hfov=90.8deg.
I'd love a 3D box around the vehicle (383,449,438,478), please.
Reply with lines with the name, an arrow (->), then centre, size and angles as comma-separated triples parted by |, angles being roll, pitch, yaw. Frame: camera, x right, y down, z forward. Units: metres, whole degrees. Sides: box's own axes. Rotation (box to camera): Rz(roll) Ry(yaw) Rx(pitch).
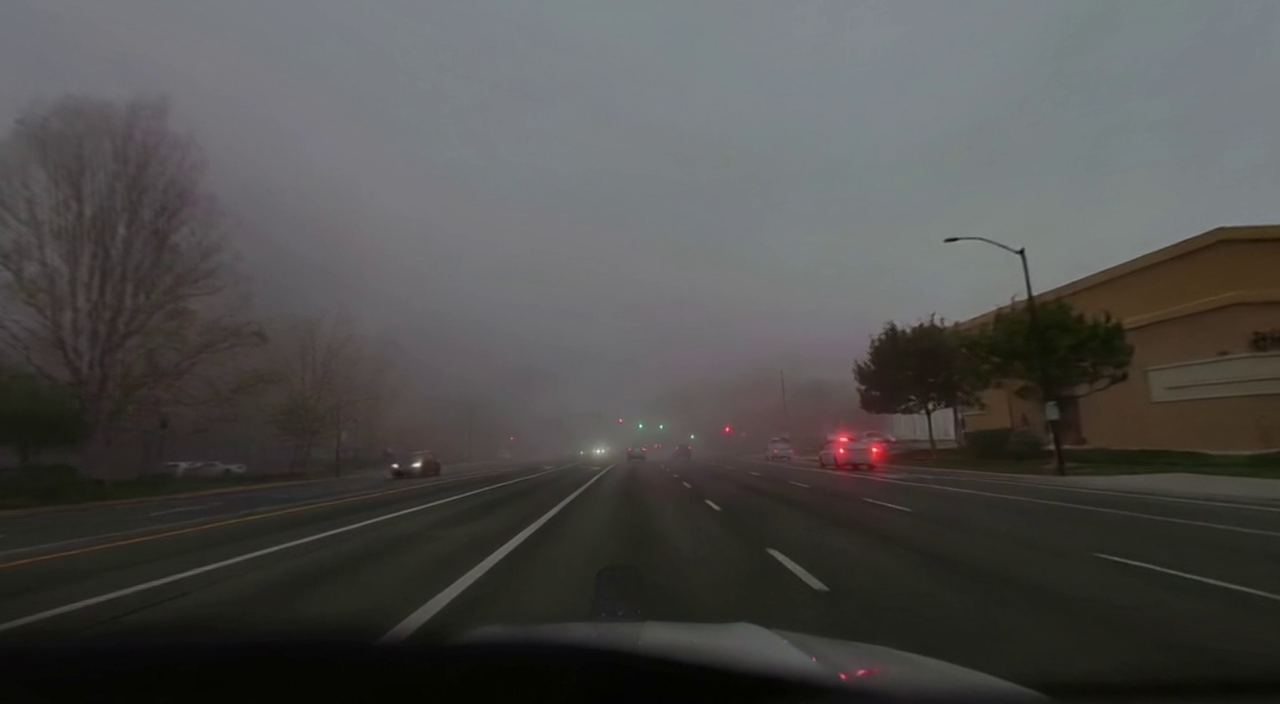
vehicle -> -15.110, 7.347, 41.827 | 1.998, 1.785, 4.362 | 0, -8, 0
